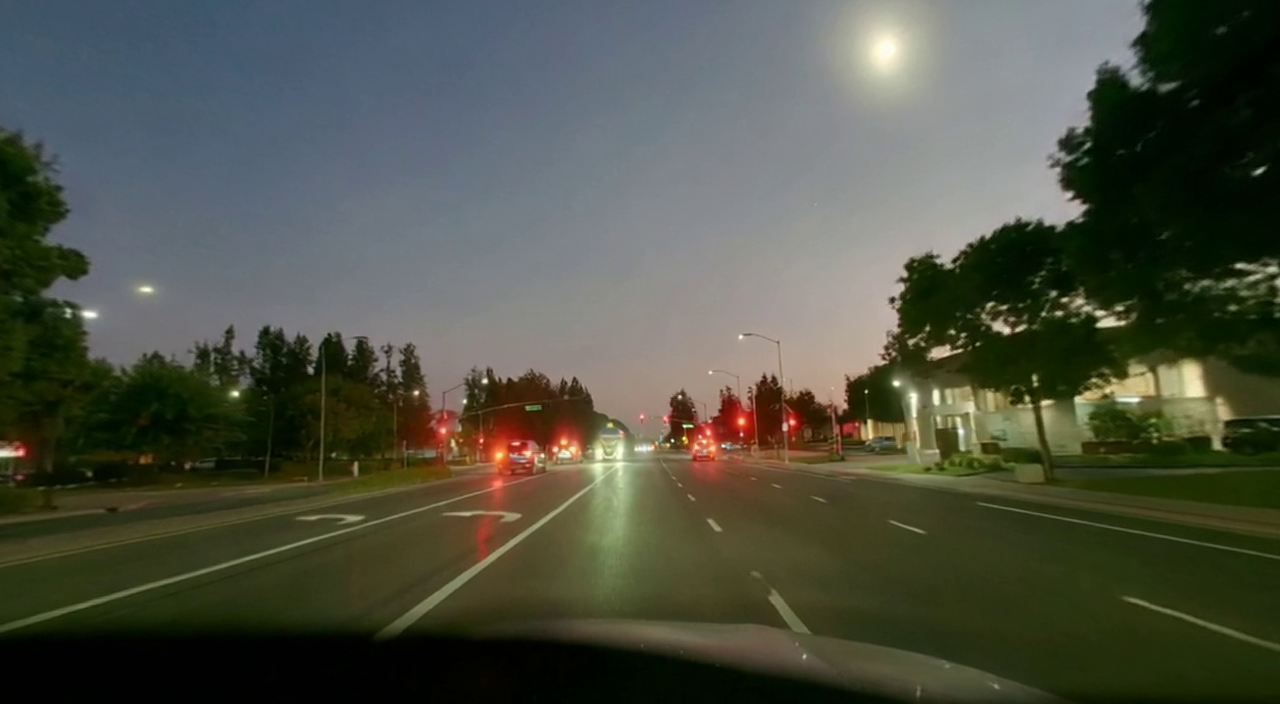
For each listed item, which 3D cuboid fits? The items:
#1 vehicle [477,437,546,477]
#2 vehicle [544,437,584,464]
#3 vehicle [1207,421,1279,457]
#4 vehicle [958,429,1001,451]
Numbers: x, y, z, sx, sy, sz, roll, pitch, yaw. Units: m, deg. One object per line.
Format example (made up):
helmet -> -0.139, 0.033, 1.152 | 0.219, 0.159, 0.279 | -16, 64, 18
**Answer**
vehicle -> -6.001, 4.969, 30.010 | 2.179, 1.750, 4.621 | 0, -9, 2
vehicle -> -5.901, 7.805, 49.837 | 2.375, 1.989, 5.497 | 0, -9, 1
vehicle -> 26.938, 3.699, 26.785 | 1.796, 1.453, 4.296 | -1, -9, 3
vehicle -> 23.854, 6.213, 44.214 | 1.924, 1.467, 4.572 | -7, -11, 36
